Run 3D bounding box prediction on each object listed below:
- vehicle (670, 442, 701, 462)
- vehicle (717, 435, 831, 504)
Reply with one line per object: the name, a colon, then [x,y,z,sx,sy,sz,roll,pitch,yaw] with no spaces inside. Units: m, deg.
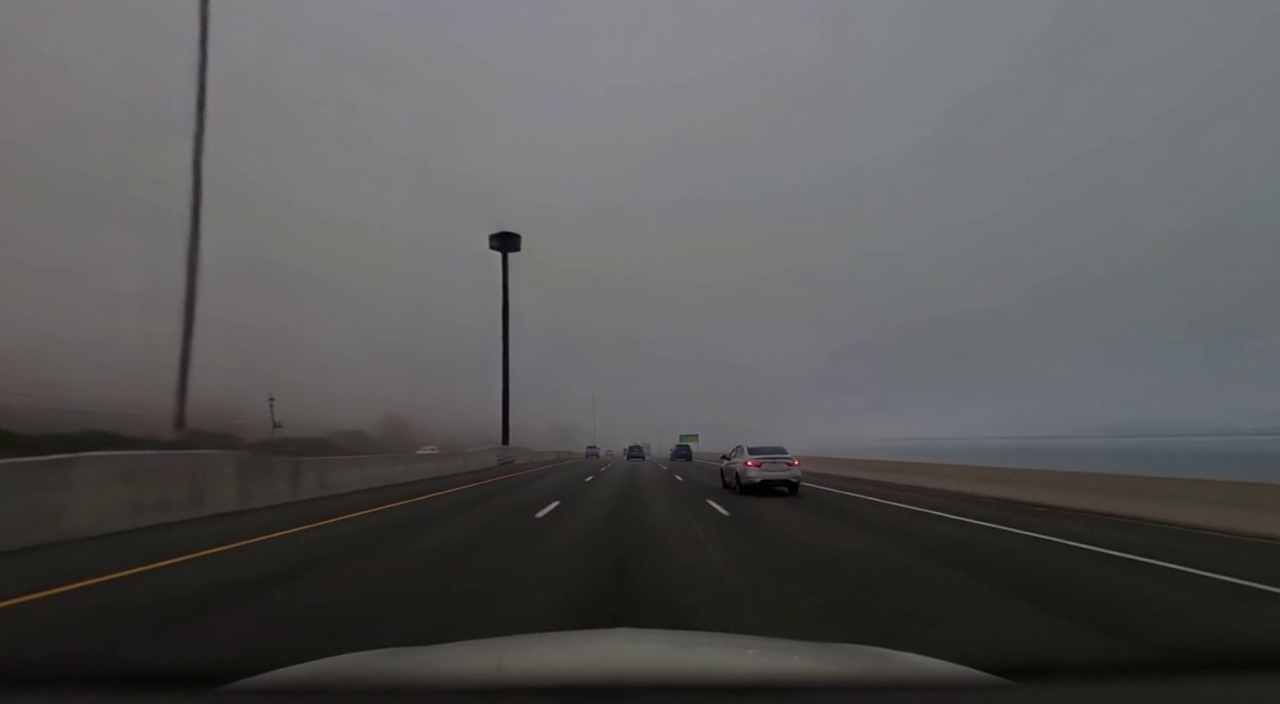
vehicle: [3.542,7.835,49.669,2.000,1.533,4.438,0,-8,-1]
vehicle: [3.206,2.906,16.096,1.890,1.490,4.373,0,-8,-1]
